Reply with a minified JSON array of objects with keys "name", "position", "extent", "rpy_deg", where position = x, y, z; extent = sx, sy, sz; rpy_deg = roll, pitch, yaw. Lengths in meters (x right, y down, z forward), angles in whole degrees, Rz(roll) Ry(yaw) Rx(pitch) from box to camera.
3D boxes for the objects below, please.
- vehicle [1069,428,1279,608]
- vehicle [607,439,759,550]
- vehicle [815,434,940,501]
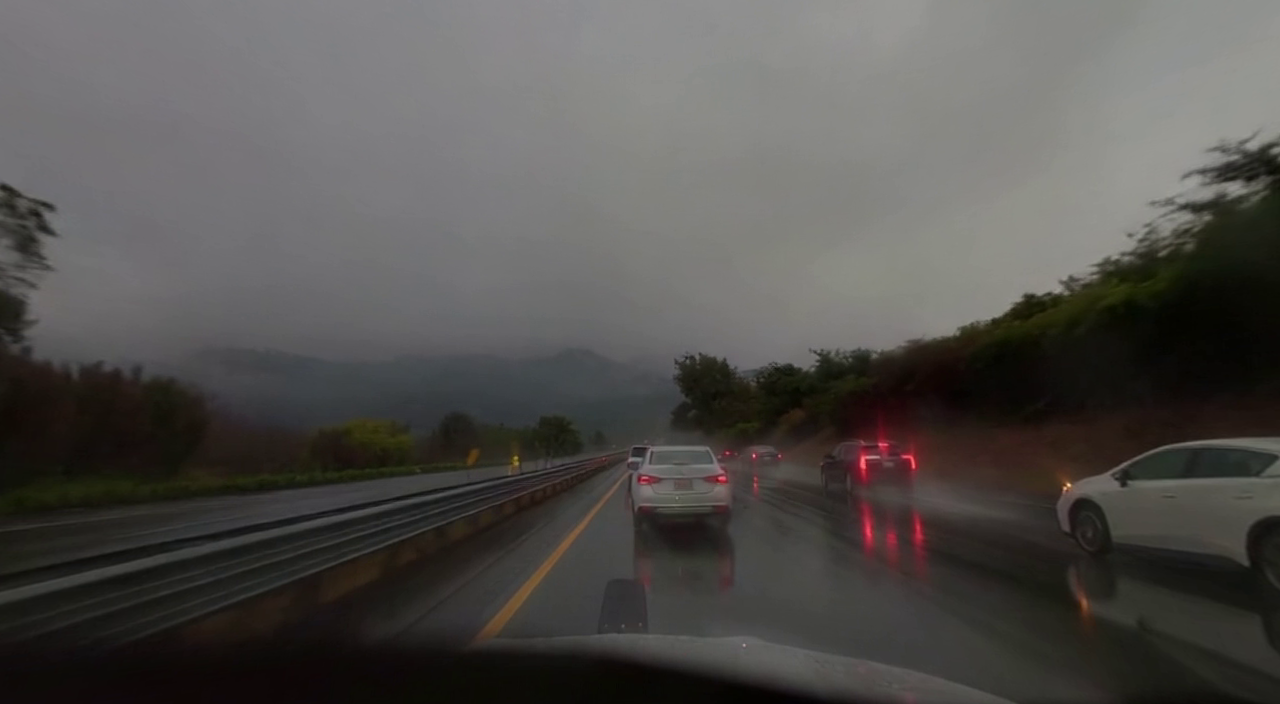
[{"name":"vehicle","position":[6.351,1.464,5.767],"extent":[1.965,1.484,4.090],"rpy_deg":[0,-9,0]},{"name":"vehicle","position":[0.577,2.258,10.569],"extent":[2.076,1.485,3.774],"rpy_deg":[0,-9,0]},{"name":"vehicle","position":[6.772,3.338,18.525],"extent":[1.980,1.702,4.235],"rpy_deg":[0,-9,0]}]
